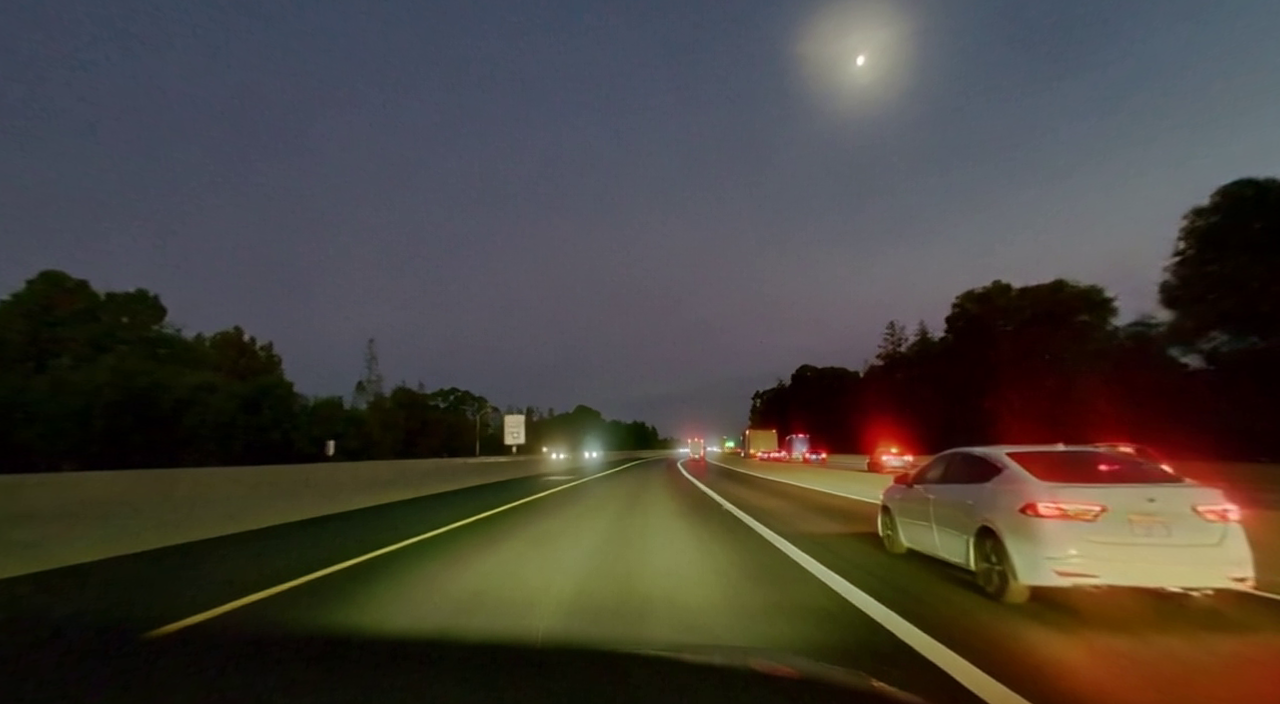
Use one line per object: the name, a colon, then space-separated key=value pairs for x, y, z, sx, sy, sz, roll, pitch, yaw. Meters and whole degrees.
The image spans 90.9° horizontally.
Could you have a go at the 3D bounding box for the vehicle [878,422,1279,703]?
vehicle: x=3.813 y=1.418 z=5.333 sx=1.938 sy=1.456 sz=4.204 roll=0 pitch=-9 yaw=0
